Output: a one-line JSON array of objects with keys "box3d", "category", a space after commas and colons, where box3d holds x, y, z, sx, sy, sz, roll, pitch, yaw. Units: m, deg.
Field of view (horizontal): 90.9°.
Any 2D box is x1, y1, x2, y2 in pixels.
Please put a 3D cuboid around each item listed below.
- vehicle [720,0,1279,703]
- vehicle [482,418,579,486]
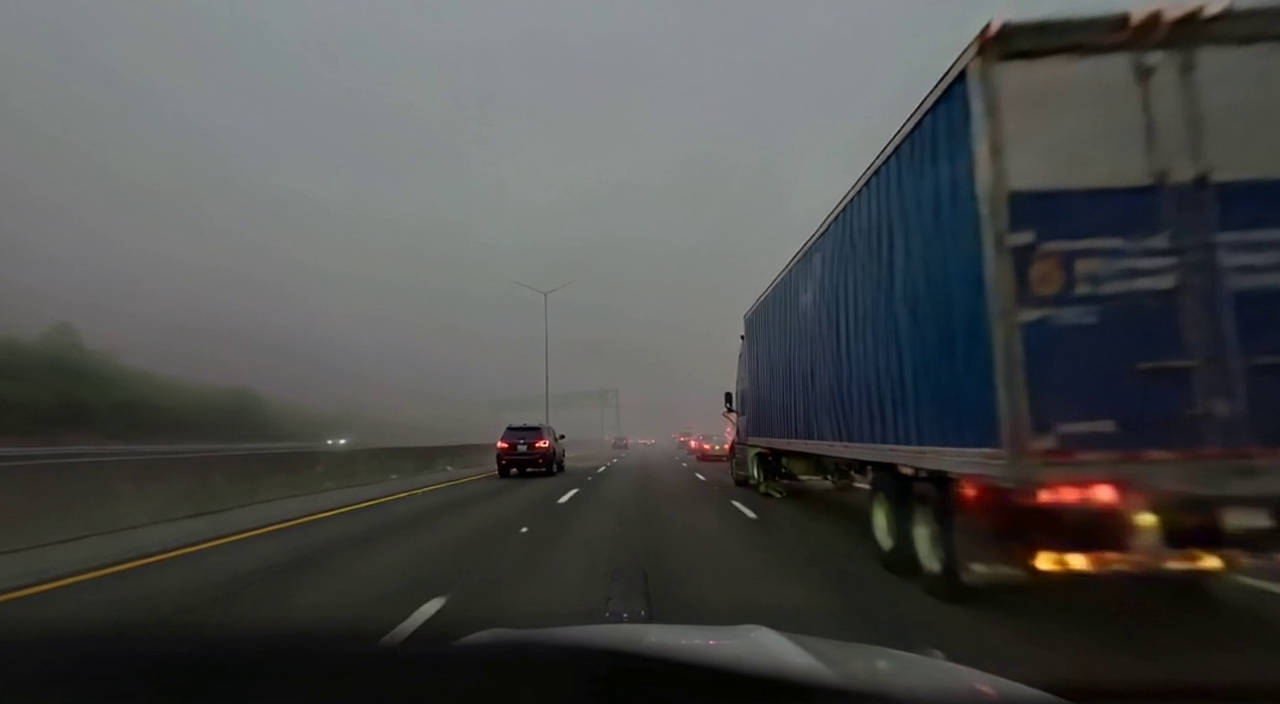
[{"box3d": [3.866, 0.772, 11.140, 2.903, 4.190, 15.630, 0, -8, 0], "category": "vehicle"}, {"box3d": [-3.033, 2.887, 18.438, 2.006, 1.741, 4.277, -1, -8, 1], "category": "vehicle"}]
